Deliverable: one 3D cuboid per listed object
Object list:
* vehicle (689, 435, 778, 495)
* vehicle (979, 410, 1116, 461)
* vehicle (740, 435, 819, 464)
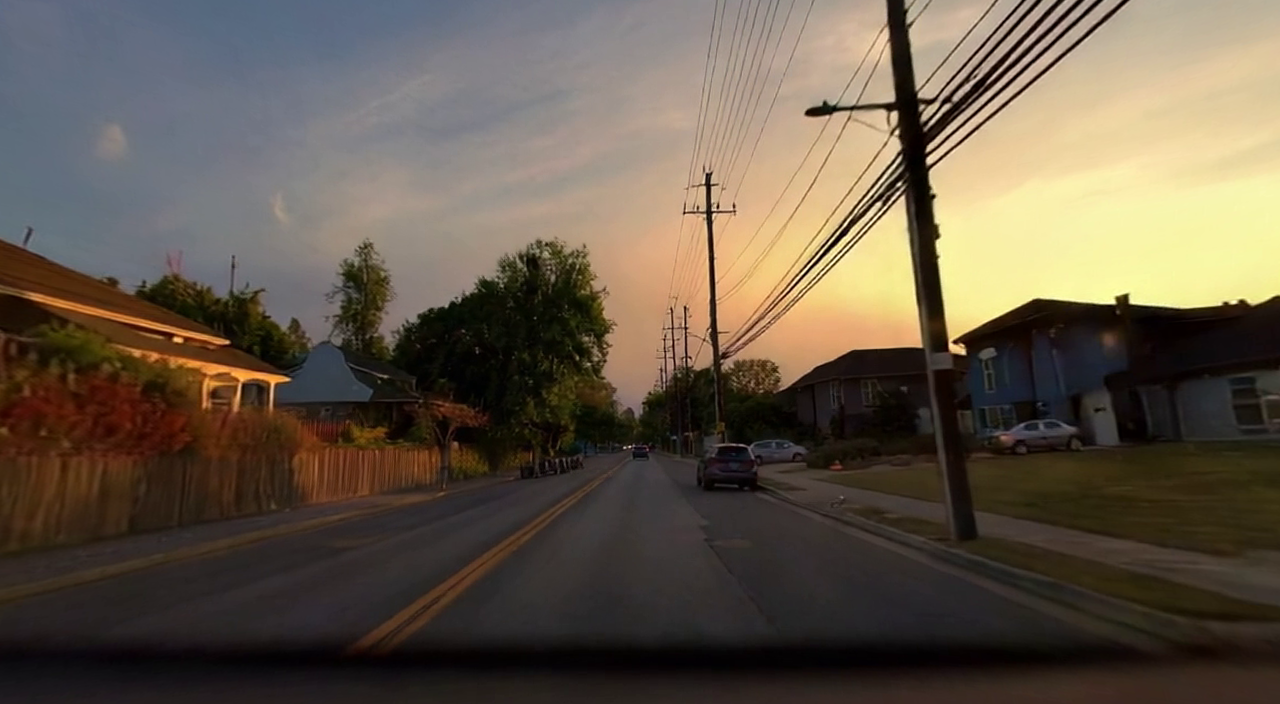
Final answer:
[{"bbox_3d":[2.891,3.635,20.612,2.108,1.710,4.499,0,-9,-1],"label":"vehicle"},{"bbox_3d":[18.102,3.753,28.273,4.457,1.780,2.170,-5,-9,0],"label":"vehicle"},{"bbox_3d":[8.927,6.281,40.781,4.585,1.823,1.991,0,-9,1],"label":"vehicle"}]
